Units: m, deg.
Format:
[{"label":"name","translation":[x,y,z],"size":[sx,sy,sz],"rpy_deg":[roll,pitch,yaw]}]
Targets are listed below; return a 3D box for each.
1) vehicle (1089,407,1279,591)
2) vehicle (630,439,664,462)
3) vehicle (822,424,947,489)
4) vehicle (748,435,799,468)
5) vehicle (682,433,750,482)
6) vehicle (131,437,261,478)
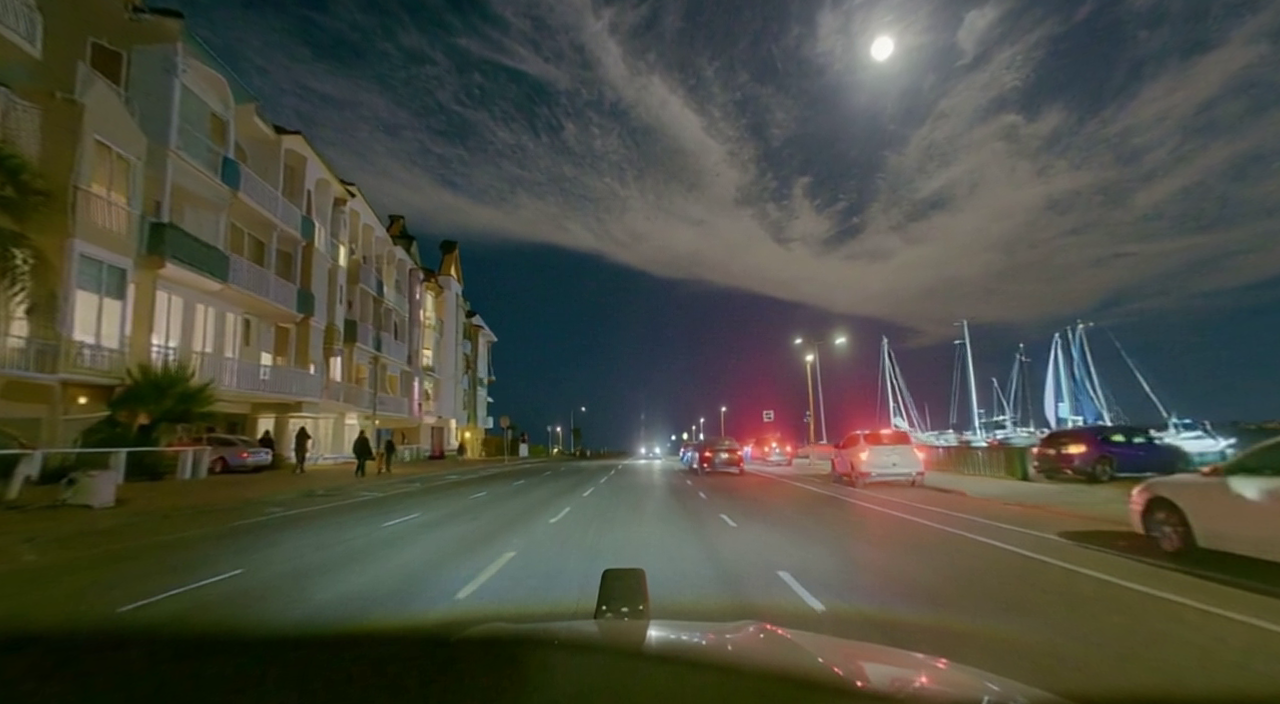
[{"label":"vehicle","translation":[7.158,1.413,6.113],"size":[2.029,1.750,4.825],"rpy_deg":[0,-8,1]},{"label":"vehicle","translation":[0.504,6.871,43.876],"size":[2.284,1.496,3.949],"rpy_deg":[-1,-8,1]},{"label":"vehicle","translation":[7.899,3.437,21.047],"size":[2.056,1.896,5.062],"rpy_deg":[0,-8,-1]},{"label":"vehicle","translation":[7.937,5.958,37.921],"size":[1.969,1.852,4.514],"rpy_deg":[0,-8,-1]},{"label":"vehicle","translation":[2.710,3.872,23.448],"size":[2.047,1.640,4.051],"rpy_deg":[0,-8,0]},{"label":"vehicle","translation":[-18.041,4.306,25.955],"size":[1.840,1.522,4.695],"rpy_deg":[-1,-8,2]}]
